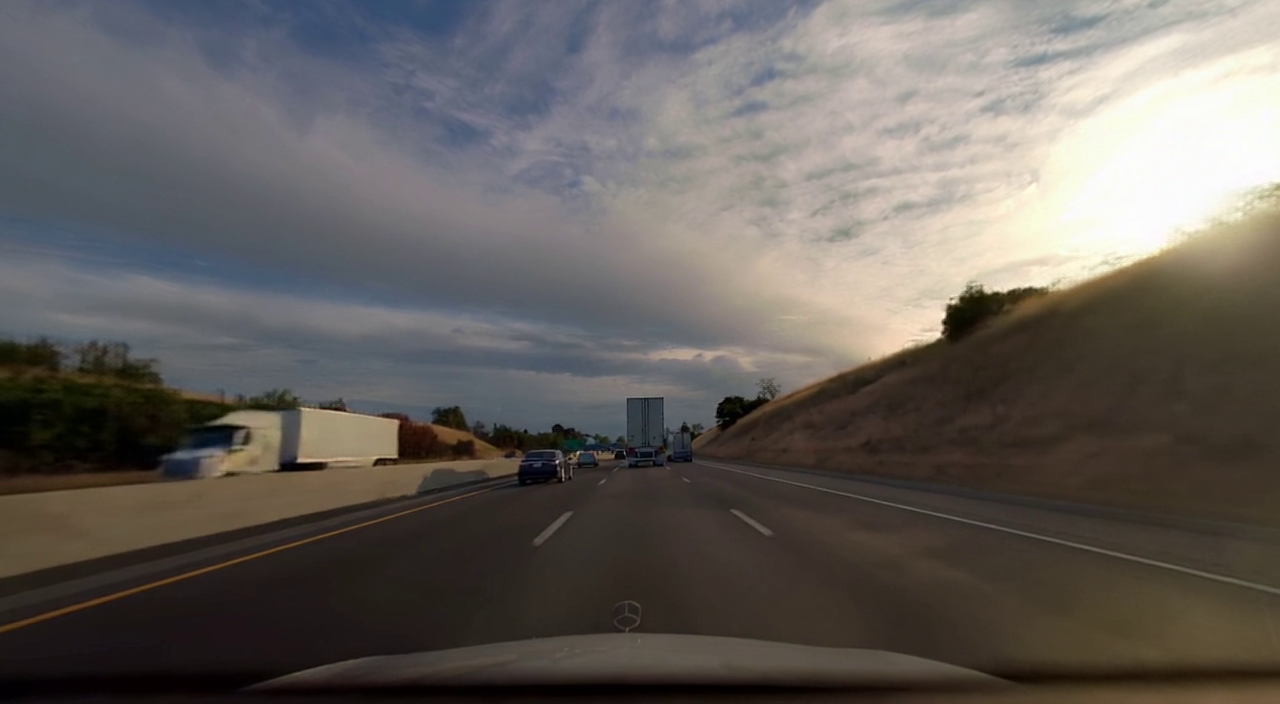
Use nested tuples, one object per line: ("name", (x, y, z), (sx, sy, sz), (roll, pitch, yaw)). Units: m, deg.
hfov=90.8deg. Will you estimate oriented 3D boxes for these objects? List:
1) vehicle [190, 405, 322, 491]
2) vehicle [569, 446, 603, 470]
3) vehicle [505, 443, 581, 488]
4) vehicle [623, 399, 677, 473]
("vehicle", (-19.528, 4.969, 32.628), (3.021, 3.994, 5.894), (0, -9, -1))
("vehicle", (-3.683, 7.315, 43.712), (2.051, 1.537, 4.111), (0, -9, -1))
("vehicle", (-3.460, 4.170, 23.479), (2.053, 1.489, 4.740), (0, -9, 0))
("vehicle", (0.521, 5.437, 40.193), (2.919, 4.048, 11.010), (0, -9, 0))
